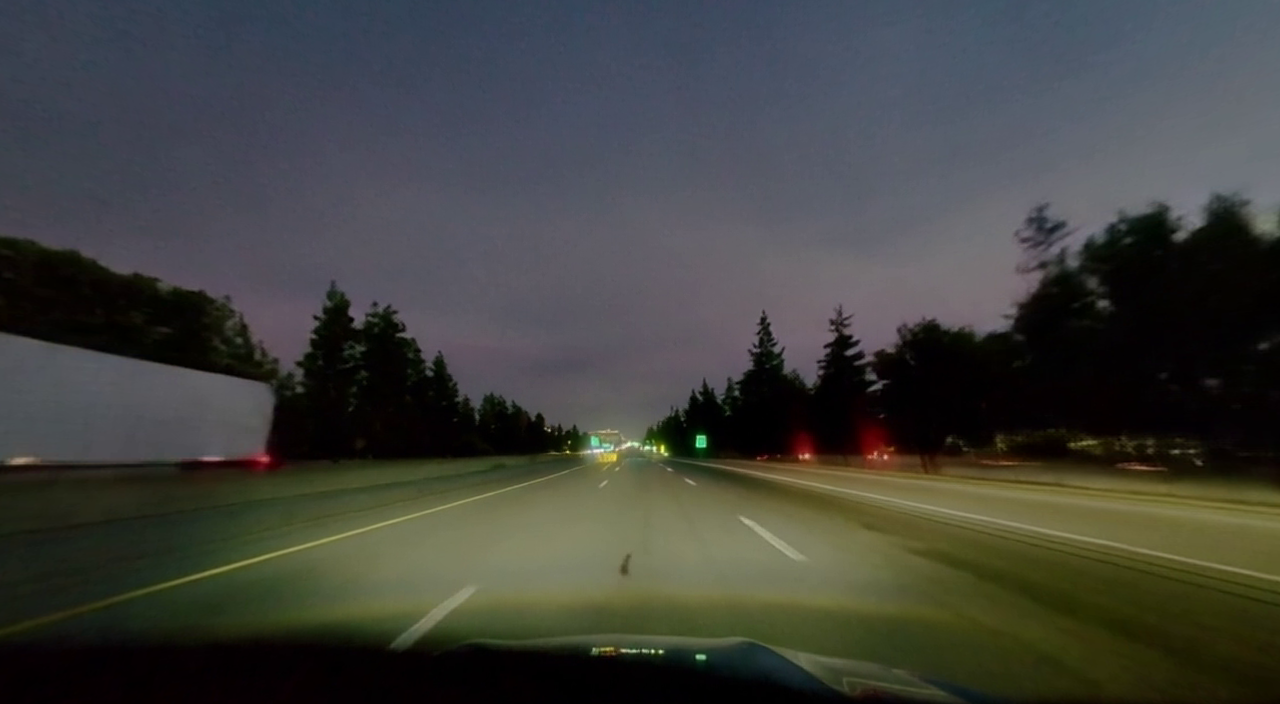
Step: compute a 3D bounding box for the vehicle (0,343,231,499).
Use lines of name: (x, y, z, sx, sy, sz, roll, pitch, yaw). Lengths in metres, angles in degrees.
vehicle: (-15.878, 2.131, 18.080, 2.845, 3.539, 7.683, 0, -9, 1)
